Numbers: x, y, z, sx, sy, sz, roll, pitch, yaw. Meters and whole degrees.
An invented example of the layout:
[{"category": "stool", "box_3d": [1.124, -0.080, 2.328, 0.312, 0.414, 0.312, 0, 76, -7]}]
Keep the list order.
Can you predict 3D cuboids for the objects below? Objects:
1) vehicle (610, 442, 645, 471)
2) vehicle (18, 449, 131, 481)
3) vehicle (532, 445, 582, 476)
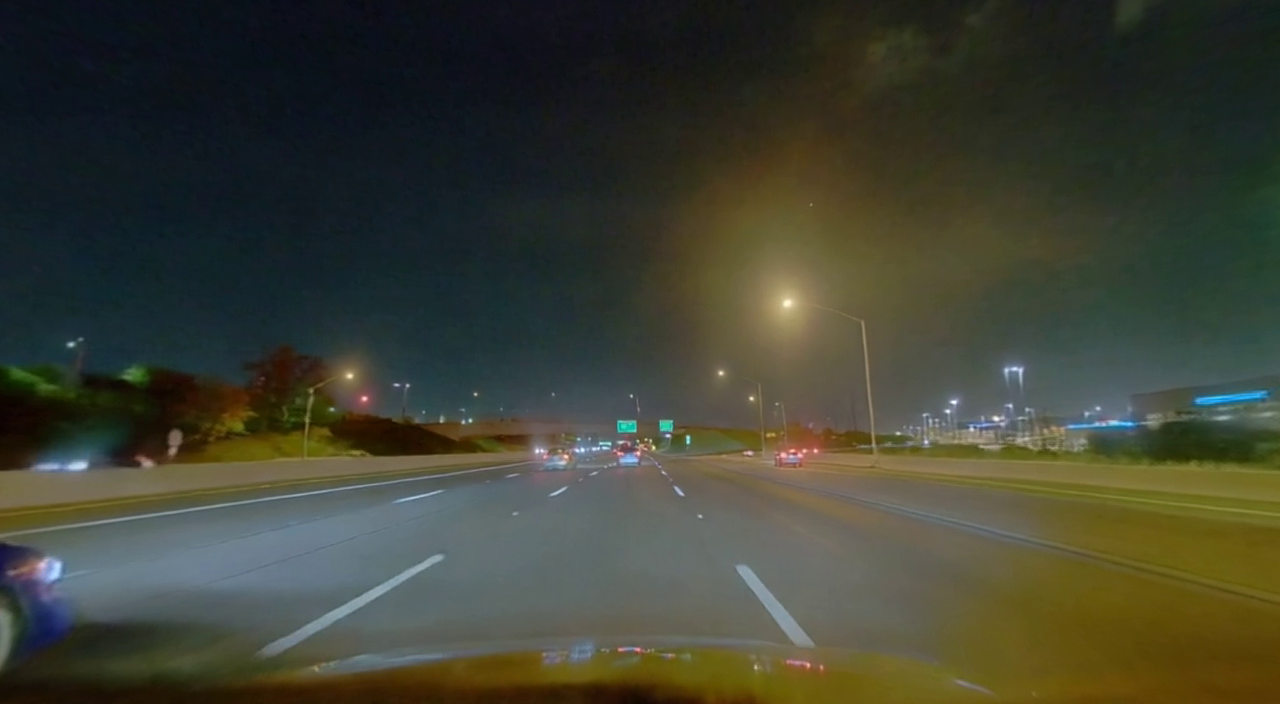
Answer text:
[{"category": "vehicle", "box_3d": [-0.763, 6.661, 40.308, 2.102, 1.692, 4.057, 0, -9, 1]}, {"category": "vehicle", "box_3d": [-29.844, 5.949, 33.453, 1.881, 1.532, 4.469, 0, -9, -1]}, {"category": "vehicle", "box_3d": [-4.498, 5.964, 34.926, 2.071, 1.553, 4.388, 0, -9, 1]}]
